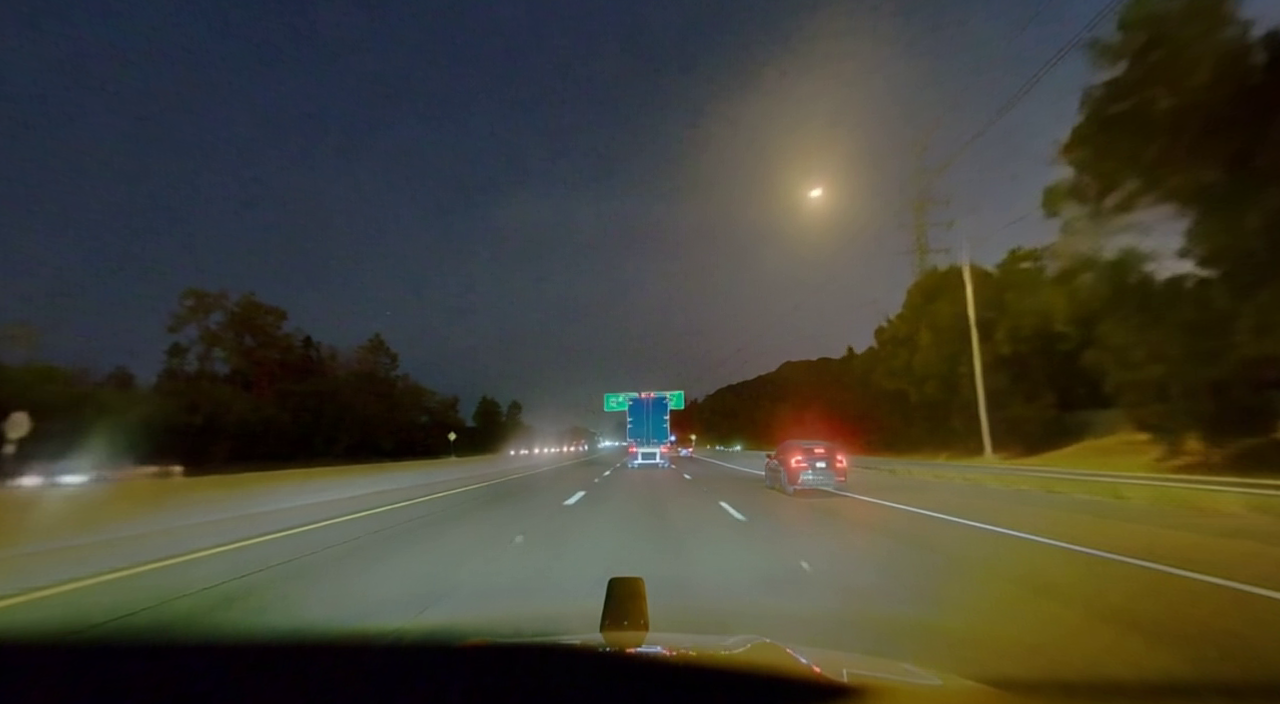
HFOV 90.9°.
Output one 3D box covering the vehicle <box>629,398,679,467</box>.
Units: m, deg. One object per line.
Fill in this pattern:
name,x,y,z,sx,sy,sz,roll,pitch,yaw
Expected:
vehicle,0.774,5.634,43.368,2.919,4.101,11.541,0,-8,-1
